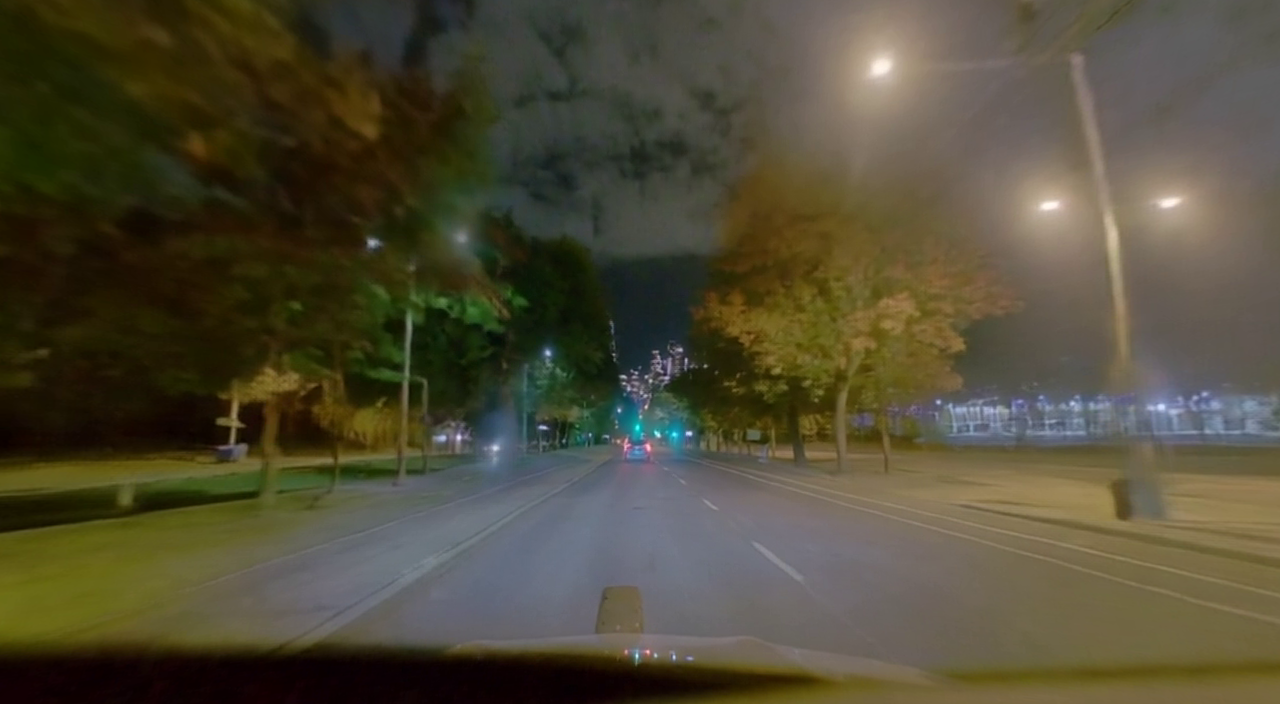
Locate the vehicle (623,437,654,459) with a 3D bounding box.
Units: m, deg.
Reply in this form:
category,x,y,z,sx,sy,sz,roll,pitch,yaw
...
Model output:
category,x,y,z,sx,sy,sz,roll,pitch,yaw
vehicle,-0.132,6.877,45.588,2.109,1.501,4.042,0,-8,-1
